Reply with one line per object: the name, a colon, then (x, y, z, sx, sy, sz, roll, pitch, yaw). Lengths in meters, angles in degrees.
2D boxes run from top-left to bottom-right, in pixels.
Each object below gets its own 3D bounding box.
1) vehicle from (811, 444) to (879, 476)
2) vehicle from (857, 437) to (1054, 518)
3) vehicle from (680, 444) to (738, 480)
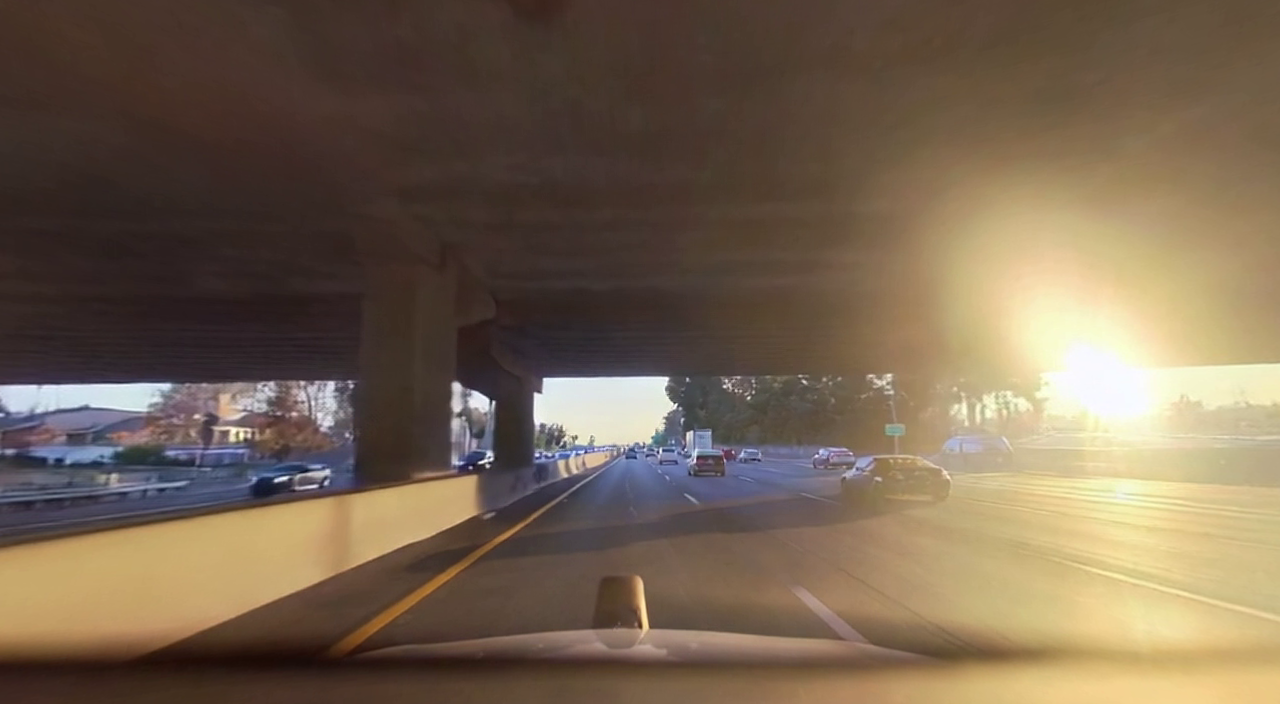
vehicle: (9.909, 5.223, 30.838, 1.838, 1.440, 4.121, 0, -9, -2)
vehicle: (6.616, 2.668, 13.959, 1.952, 1.489, 4.483, 0, -9, -1)
vehicle: (3.056, 4.976, 28.889, 1.993, 1.507, 4.594, 0, -9, -2)
